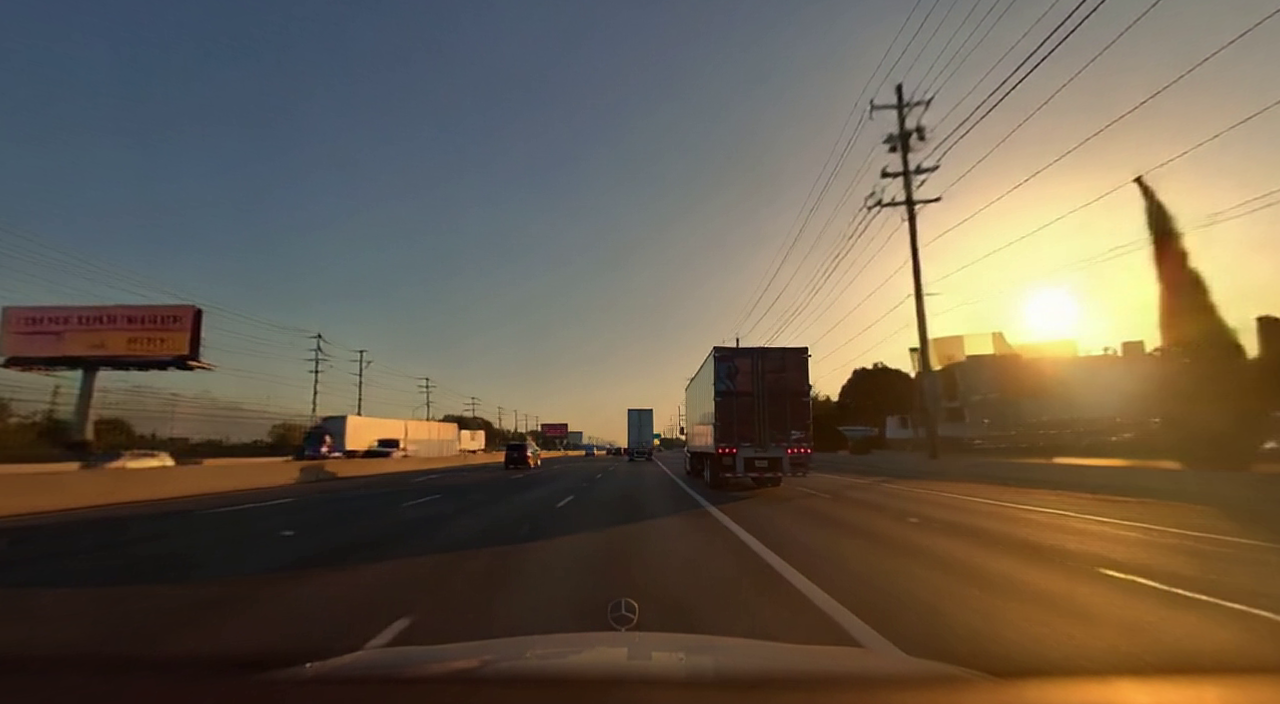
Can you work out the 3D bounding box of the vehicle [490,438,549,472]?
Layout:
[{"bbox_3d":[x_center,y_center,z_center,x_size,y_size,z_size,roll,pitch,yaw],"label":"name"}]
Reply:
[{"bbox_3d":[-7.297,6.292,39.011,2.425,1.917,5.647,0,-9,2],"label":"vehicle"}]

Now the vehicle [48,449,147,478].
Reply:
[{"bbox_3d":[-28.450,5.841,33.335,1.830,1.437,3.749,0,-9,0],"label":"vehicle"}]

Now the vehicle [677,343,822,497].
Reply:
[{"bbox_3d":[3.400,3.054,25.352,2.892,4.152,16.575,0,-9,0],"label":"vehicle"}]
